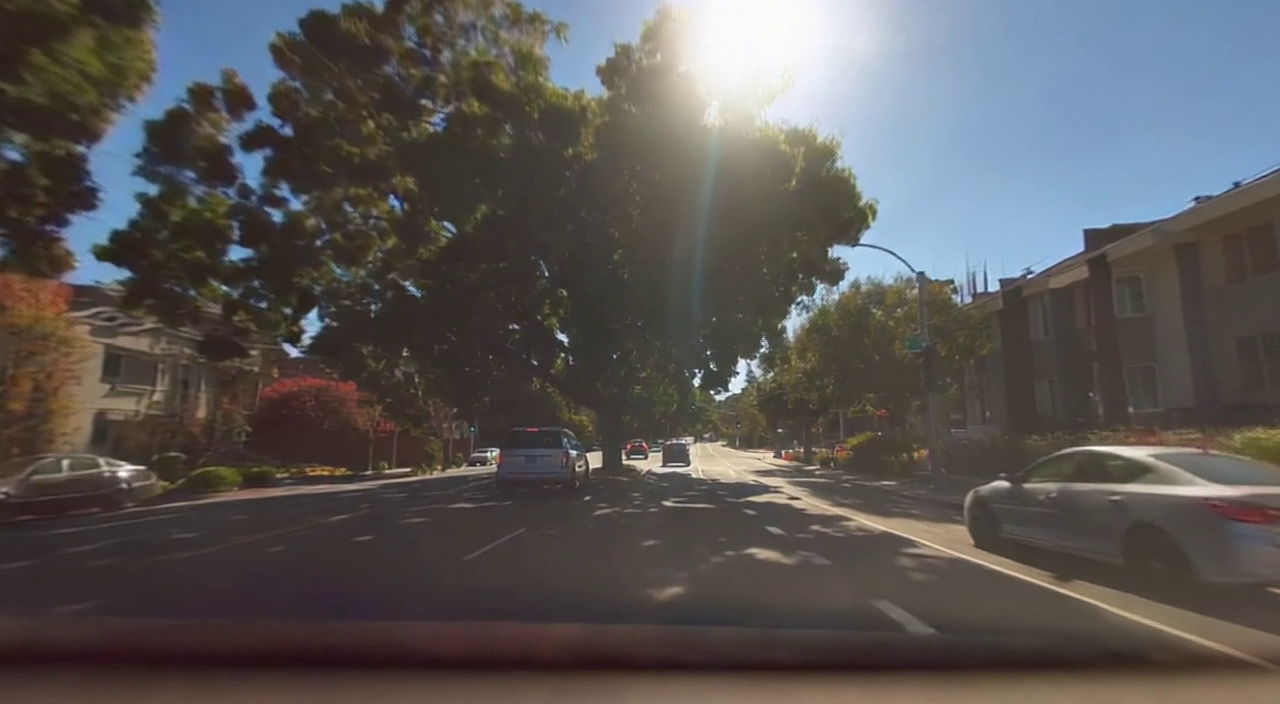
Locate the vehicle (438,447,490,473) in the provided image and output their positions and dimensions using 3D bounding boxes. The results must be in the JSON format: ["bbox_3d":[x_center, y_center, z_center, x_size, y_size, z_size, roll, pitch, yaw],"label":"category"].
[{"bbox_3d":[-10.644,6.534,38.378,1.876,1.492,3.790,-1,-9,3],"label":"vehicle"}]

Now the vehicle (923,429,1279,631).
[{"bbox_3d":[5.412,1.698,7.239,2.104,1.489,4.962,0,-8,1],"label":"vehicle"}]

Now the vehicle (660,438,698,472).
[{"bbox_3d":[2.070,5.447,33.736,1.852,1.680,4.488,0,-8,3],"label":"vehicle"}]

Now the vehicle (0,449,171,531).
[{"bbox_3d":[-12.566,2.769,13.076,1.782,1.472,4.744,-1,-8,5],"label":"vehicle"}]

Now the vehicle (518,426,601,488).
[{"bbox_3d":[-2.541,3.455,21.055,1.877,1.827,4.298,-1,-8,5],"label":"vehicle"}]

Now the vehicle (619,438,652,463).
[{"bbox_3d":[-0.275,7.305,46.885,2.018,1.746,4.560,-1,-8,5],"label":"vehicle"}]

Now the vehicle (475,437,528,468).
[{"bbox_3d":[-9.965,7.259,45.906,2.272,2.103,5.589,0,-8,3],"label":"vehicle"}]
